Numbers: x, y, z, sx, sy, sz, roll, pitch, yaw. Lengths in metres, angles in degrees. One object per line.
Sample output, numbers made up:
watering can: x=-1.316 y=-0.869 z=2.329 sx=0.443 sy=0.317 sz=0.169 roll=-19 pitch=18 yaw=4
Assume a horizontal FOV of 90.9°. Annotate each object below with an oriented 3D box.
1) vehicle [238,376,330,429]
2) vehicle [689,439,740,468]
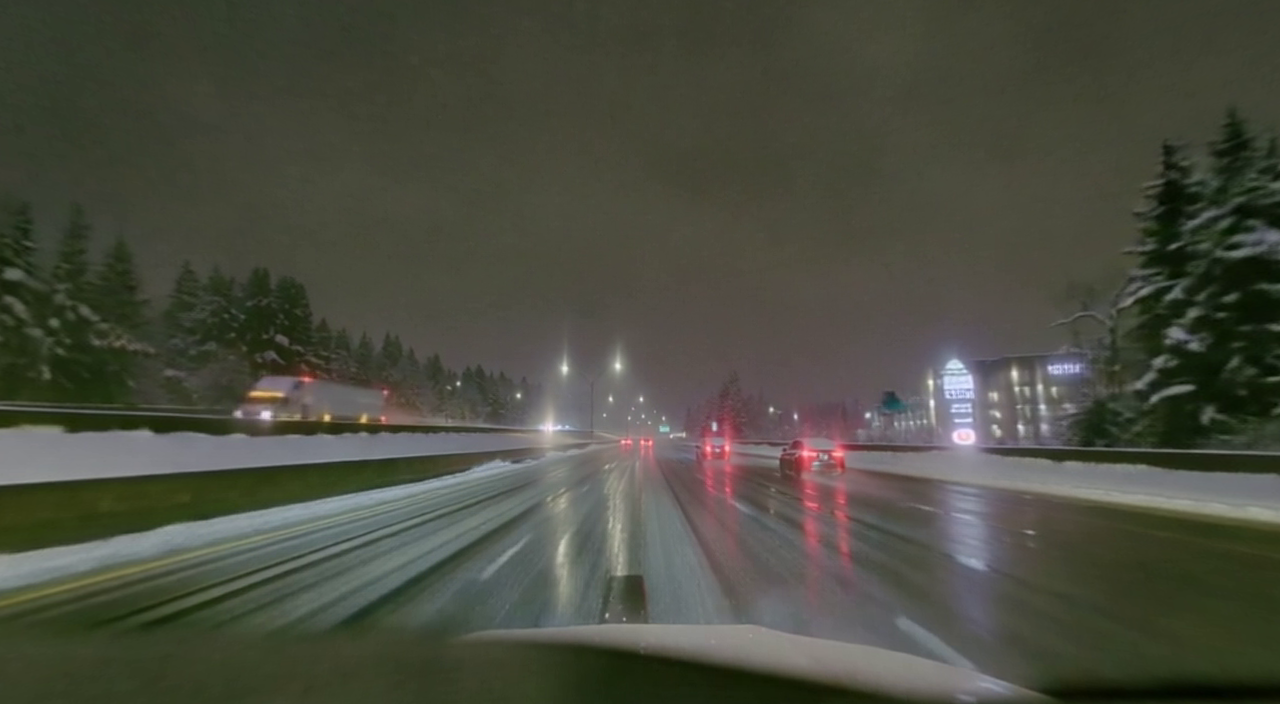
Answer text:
vehicle: x=-27.610 y=4.069 z=49.382 sx=2.975 sy=3.655 sz=7.228 roll=0 pitch=-8 yaw=-1
vehicle: x=3.806 y=5.299 z=33.095 sx=2.069 sy=1.431 sz=4.313 roll=0 pitch=-8 yaw=-1
